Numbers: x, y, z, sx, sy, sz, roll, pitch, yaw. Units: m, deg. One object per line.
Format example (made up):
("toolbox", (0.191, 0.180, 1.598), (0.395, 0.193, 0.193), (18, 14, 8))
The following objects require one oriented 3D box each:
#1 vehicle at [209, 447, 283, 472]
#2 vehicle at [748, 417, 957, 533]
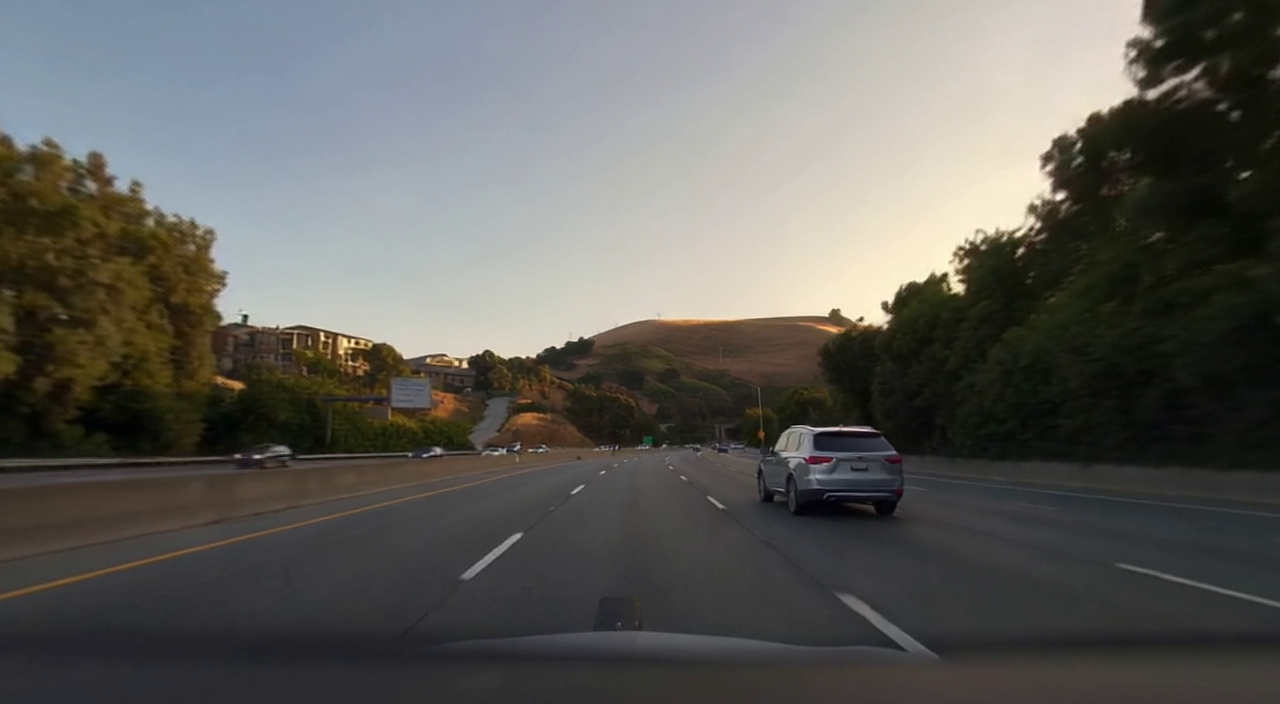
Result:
("vehicle", (-28.051, 7.624, 45.009), (2.026, 1.649, 4.651), (-1, -9, 5))
("vehicle", (3.677, 2.245, 12.061), (2.318, 1.766, 4.587), (0, -9, -1))
